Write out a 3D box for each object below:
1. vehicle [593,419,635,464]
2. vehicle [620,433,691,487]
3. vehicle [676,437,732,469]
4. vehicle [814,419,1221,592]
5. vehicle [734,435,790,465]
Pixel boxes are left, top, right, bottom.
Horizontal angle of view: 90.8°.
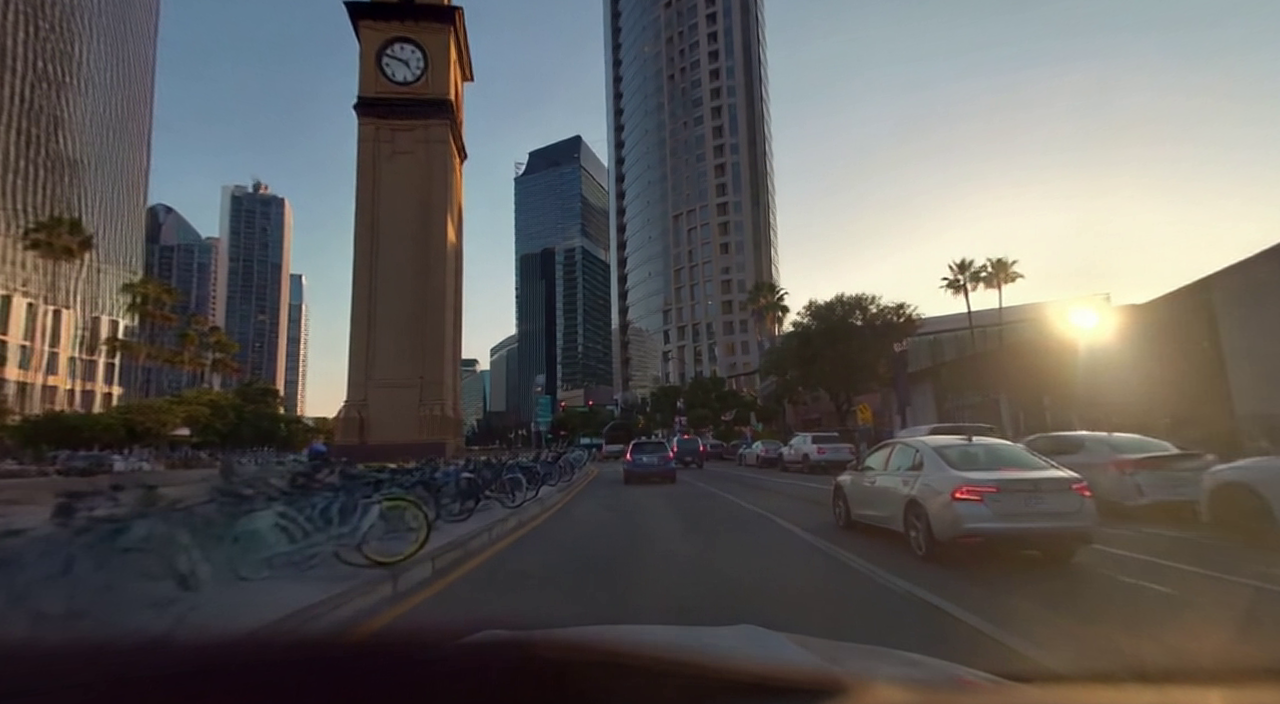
[{"bbox_3d":[-1.919,6.263,44.133,2.400,2.872,6.053,1,-9,-7],"label":"vehicle"},{"bbox_3d":[0.406,3.526,20.945,2.111,1.605,3.832,0,-8,-2],"label":"vehicle"},{"bbox_3d":[3.318,5.339,33.554,1.981,1.572,4.718,1,-9,-6],"label":"vehicle"},{"bbox_3d":[4.018,1.707,8.009,2.116,1.500,4.702,0,-8,-2],"label":"vehicle"},{"bbox_3d":[7.310,5.919,38.255,2.067,1.641,4.569,1,-9,-6],"label":"vehicle"}]
